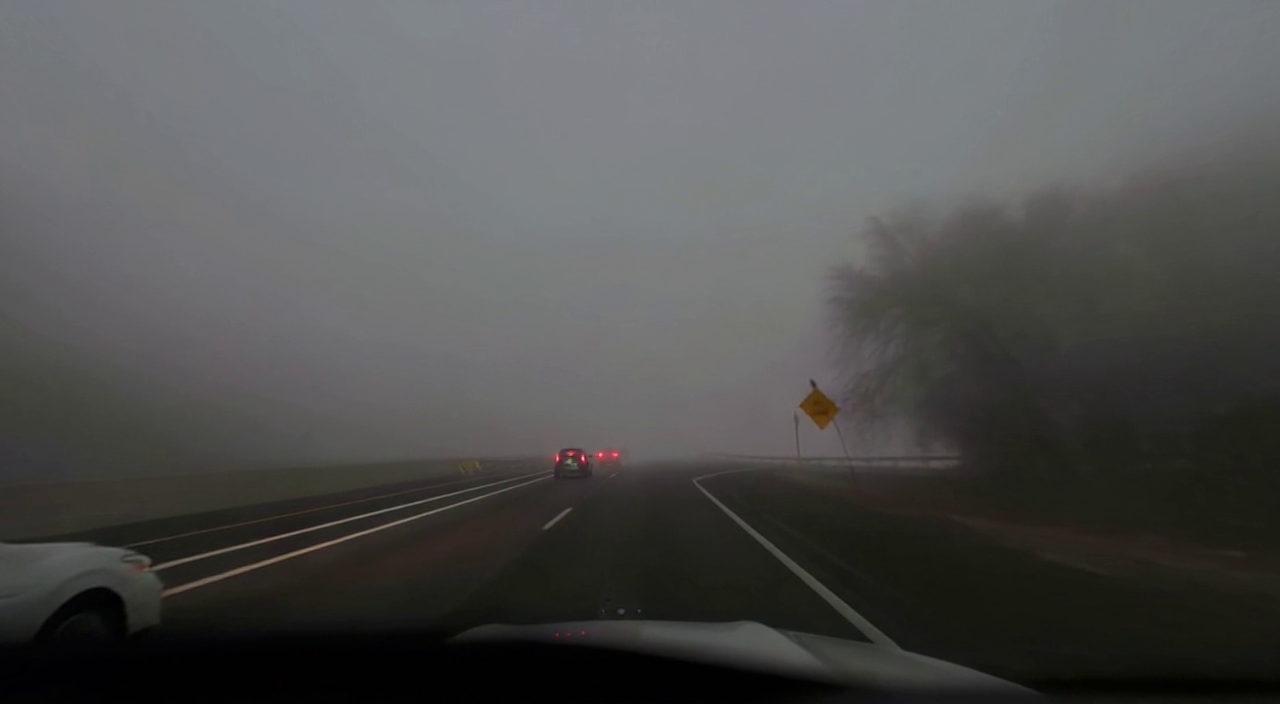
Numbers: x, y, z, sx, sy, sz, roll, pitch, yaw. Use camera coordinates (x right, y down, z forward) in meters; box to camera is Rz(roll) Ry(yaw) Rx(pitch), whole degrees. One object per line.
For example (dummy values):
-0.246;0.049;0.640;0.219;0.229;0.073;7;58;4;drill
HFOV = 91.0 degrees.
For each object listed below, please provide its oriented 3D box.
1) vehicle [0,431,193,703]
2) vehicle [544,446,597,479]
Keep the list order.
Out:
-3.957;0.951;1.824;2.011;1.481;4.434;0;-9;1;vehicle
-3.357;5.455;31.377;2.044;1.527;4.607;0;-9;1;vehicle
